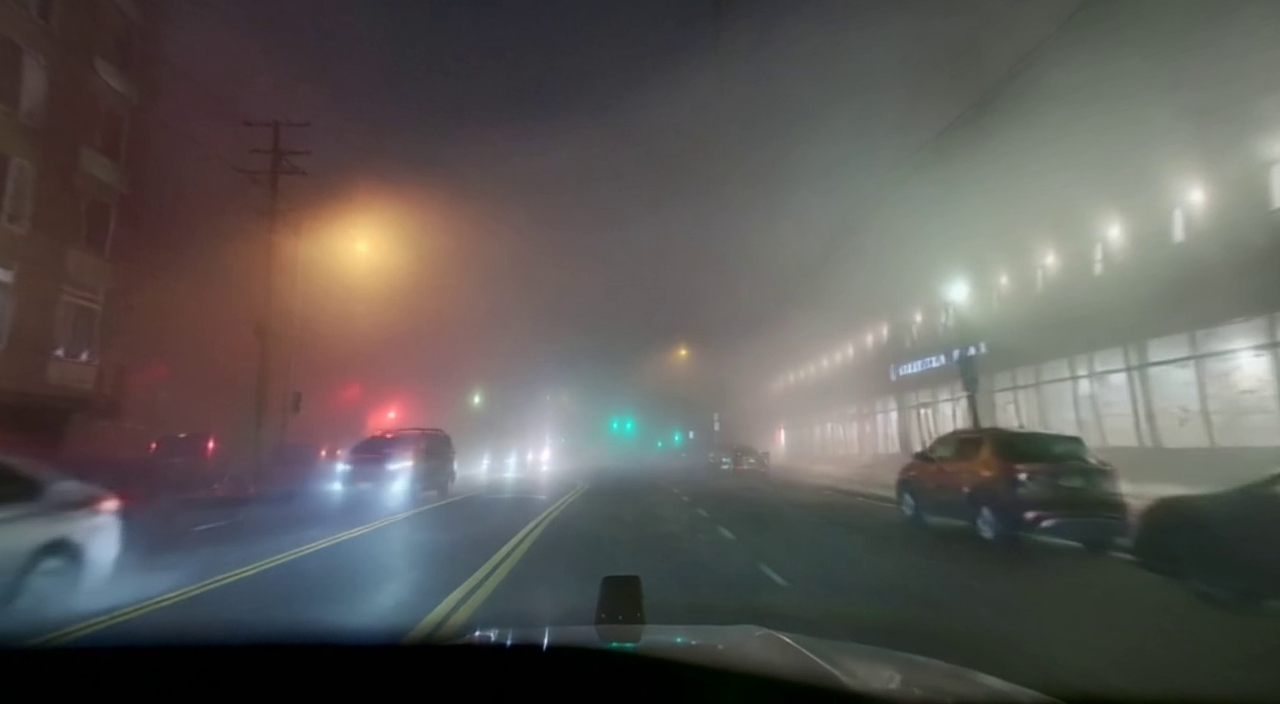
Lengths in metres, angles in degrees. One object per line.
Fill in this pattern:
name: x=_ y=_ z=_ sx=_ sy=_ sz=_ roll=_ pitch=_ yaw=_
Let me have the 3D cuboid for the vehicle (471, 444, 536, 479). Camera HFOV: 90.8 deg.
vehicle: x=-6.218 y=5.015 z=29.321 sx=2.052 sy=1.481 sz=4.248 roll=0 pitch=-8 yaw=1

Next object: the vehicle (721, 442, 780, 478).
vehicle: x=5.196 y=5.143 z=30.333 sx=1.957 sy=1.572 sz=4.418 roll=0 pitch=-8 yaw=-1

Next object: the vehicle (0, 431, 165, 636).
vehicle: x=-5.745 y=1.253 z=4.062 sx=2.095 sy=1.493 sz=4.216 roll=0 pitch=-8 yaw=0

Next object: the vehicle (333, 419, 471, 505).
vehicle: x=-6.075 y=2.867 z=16.840 sx=1.937 sy=1.944 sz=4.640 roll=0 pitch=-8 yaw=-1

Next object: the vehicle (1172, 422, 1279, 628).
vehicle: x=5.891 y=1.151 z=3.680 sx=1.915 sy=1.569 sz=4.117 roll=0 pitch=-8 yaw=-1

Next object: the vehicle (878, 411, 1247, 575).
vehicle: x=5.715 y=1.964 z=9.725 sx=2.059 sy=1.804 sz=5.182 roll=0 pitch=-8 yaw=0

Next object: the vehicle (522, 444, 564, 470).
vehicle: x=-6.052 y=6.550 z=39.646 sx=1.949 sy=1.533 sz=3.864 roll=0 pitch=-8 yaw=1
